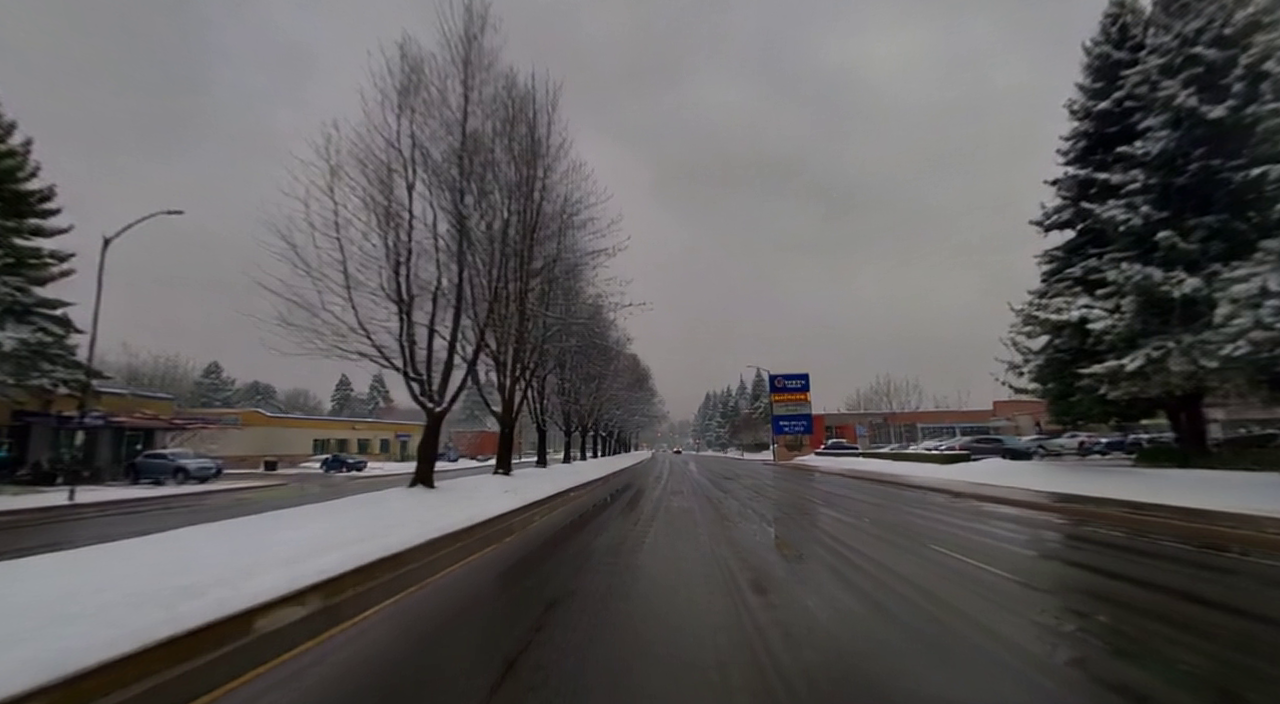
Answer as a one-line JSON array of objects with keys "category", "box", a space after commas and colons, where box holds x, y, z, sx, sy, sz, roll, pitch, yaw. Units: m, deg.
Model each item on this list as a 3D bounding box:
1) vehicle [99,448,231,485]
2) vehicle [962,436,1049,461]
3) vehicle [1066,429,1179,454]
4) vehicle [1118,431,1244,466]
[{"category": "vehicle", "box": [-27.373, 6.572, 36.638, 2.139, 1.987, 5.536, -6, -11, 32]}, {"category": "vehicle", "box": [22.065, 5.848, 38.269, 4.095, 1.386, 1.784, -1, -9, 2]}, {"category": "vehicle", "box": [35.283, 6.608, 46.334, 6.073, 1.758, 2.439, -1, -9, 5]}, {"category": "vehicle", "box": [27.844, 5.045, 32.810, 2.129, 1.652, 5.150, -1, -9, 3]}]
